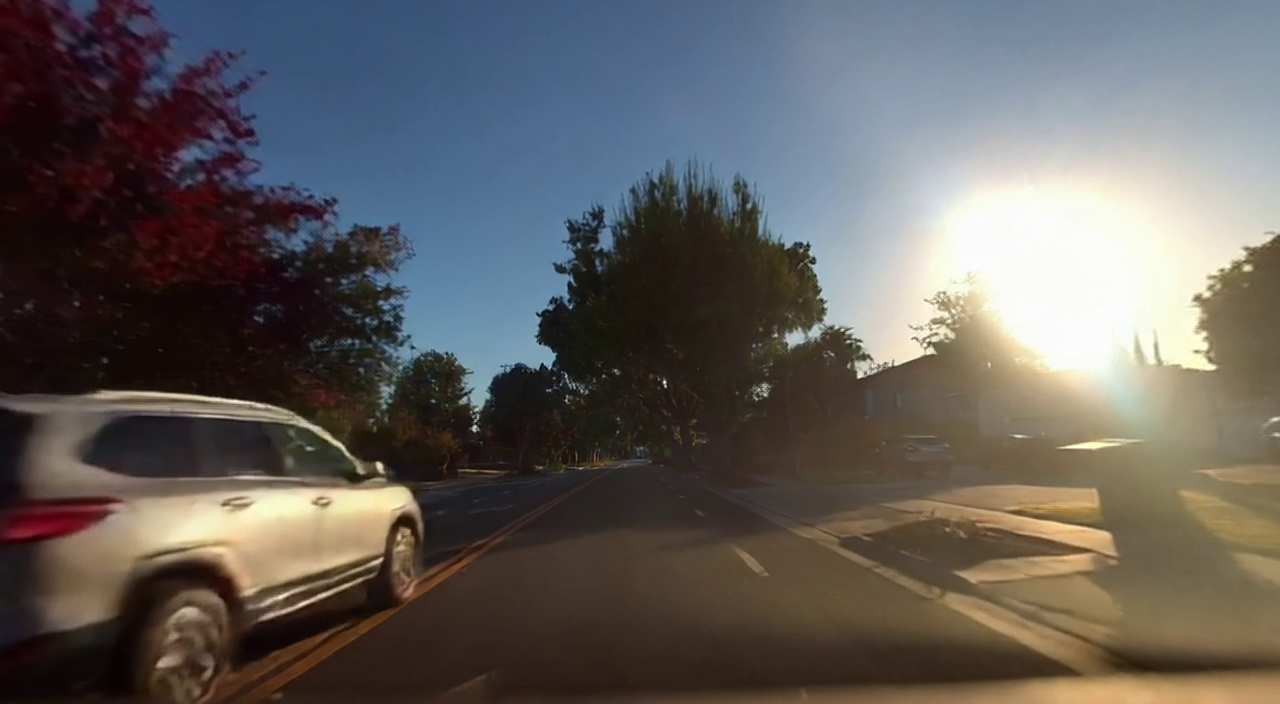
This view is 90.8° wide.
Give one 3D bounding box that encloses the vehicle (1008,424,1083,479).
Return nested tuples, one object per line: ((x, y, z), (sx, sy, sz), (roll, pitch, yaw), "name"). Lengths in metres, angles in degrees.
((13.864, 3.409, 21.763), (1.860, 1.697, 4.292), (-5, -10, 30), "vehicle")

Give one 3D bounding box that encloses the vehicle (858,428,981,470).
((9.436, 3.355, 21.839), (1.922, 1.263, 4.664), (0, -9, -3), "vehicle")

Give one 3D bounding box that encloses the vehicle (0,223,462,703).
((-2.958, 0.961, 4.042), (2.210, 2.023, 4.663), (0, -9, 0), "vehicle")
